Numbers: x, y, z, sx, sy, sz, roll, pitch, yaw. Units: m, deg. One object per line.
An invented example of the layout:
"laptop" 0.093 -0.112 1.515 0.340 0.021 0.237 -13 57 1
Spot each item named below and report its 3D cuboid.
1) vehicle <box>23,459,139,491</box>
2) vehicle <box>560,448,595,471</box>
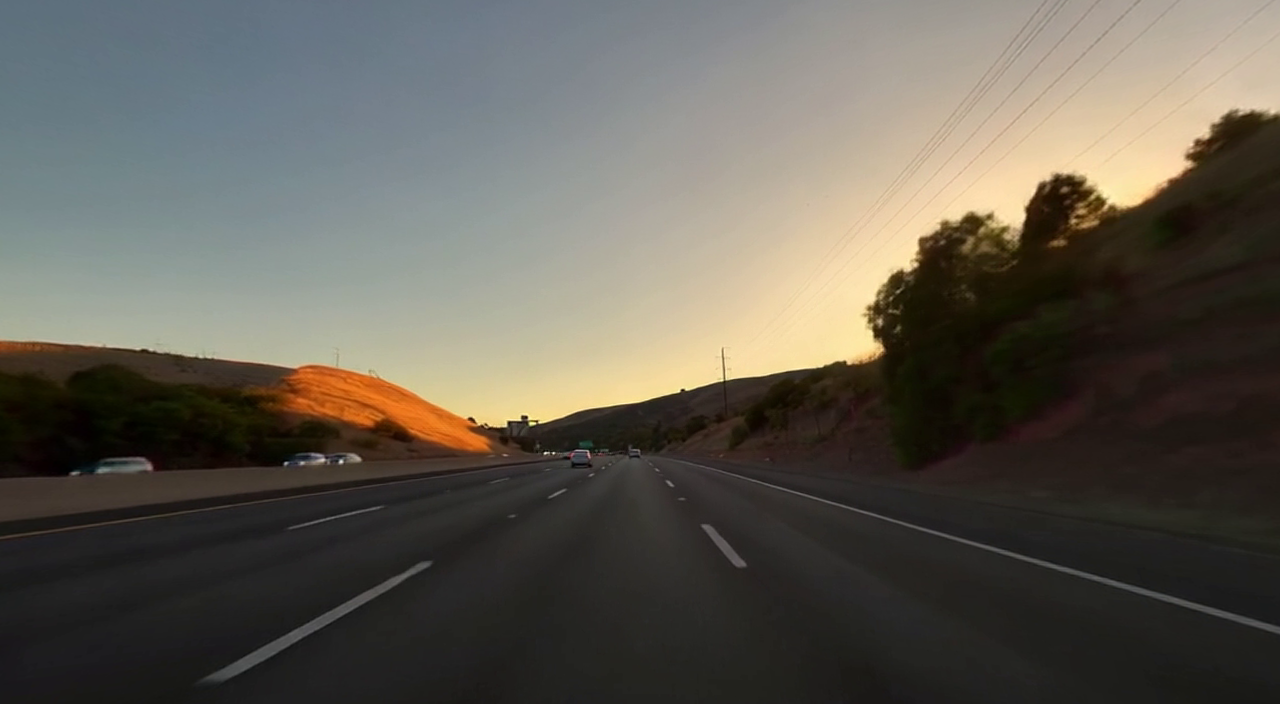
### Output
"vehicle" -29.619 6.518 33.738 1.852 1.474 4.749 0 -9 0
"vehicle" -4.207 7.286 43.020 1.924 1.511 4.079 0 -9 0
